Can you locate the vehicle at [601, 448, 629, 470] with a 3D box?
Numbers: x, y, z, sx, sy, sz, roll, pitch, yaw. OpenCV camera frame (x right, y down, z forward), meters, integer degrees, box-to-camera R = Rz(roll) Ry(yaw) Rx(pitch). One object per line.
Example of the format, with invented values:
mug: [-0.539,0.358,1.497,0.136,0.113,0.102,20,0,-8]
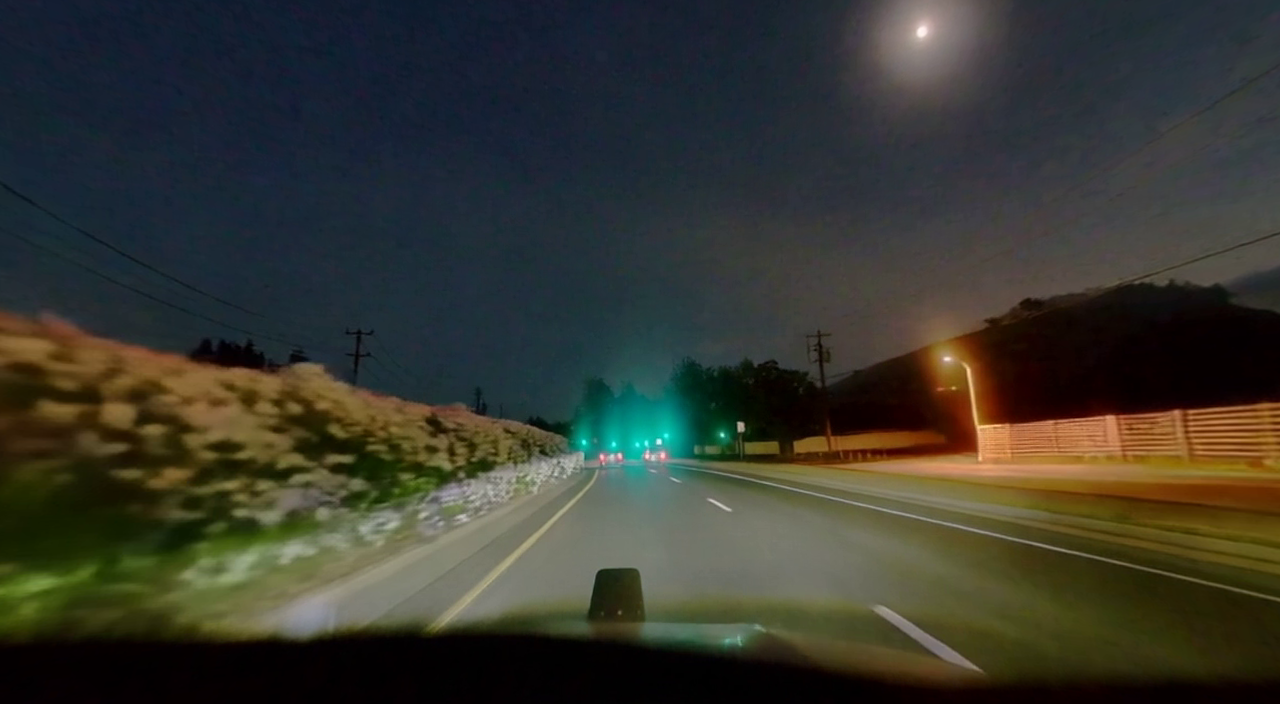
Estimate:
vehicle: [-2.019,8.391,49.505,2.005,1.633,4.044,1,-9,-4]
